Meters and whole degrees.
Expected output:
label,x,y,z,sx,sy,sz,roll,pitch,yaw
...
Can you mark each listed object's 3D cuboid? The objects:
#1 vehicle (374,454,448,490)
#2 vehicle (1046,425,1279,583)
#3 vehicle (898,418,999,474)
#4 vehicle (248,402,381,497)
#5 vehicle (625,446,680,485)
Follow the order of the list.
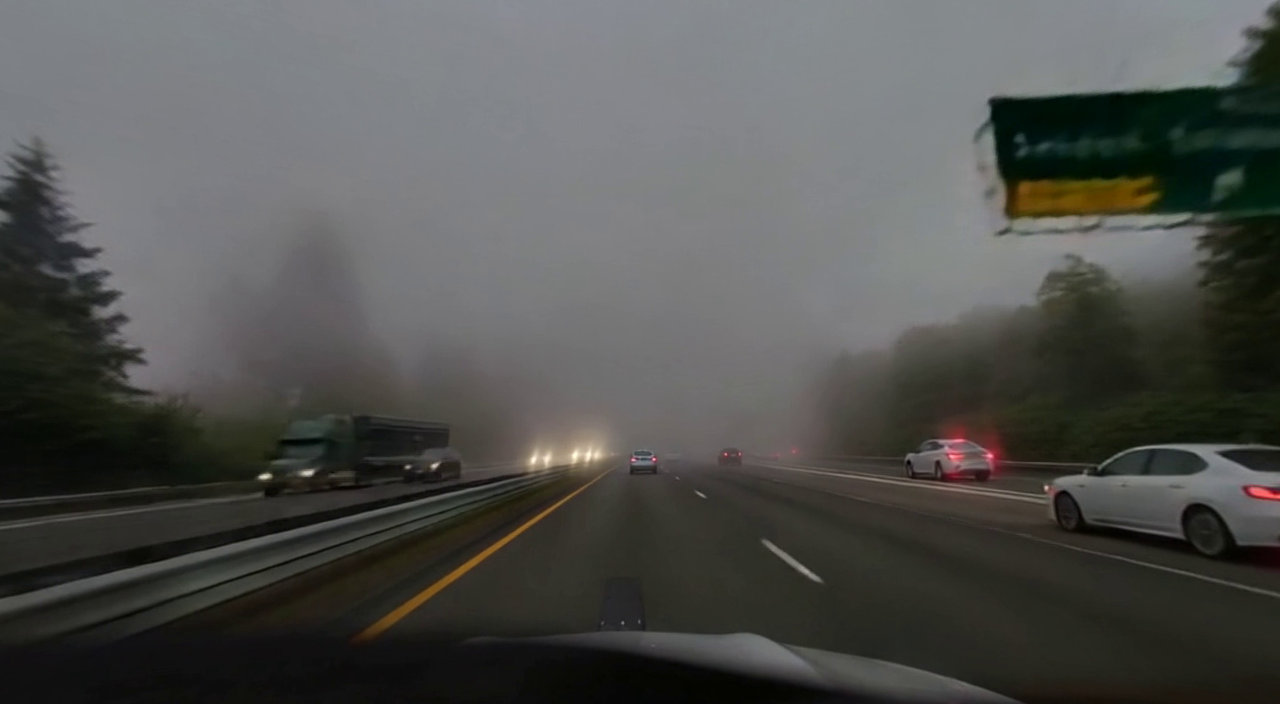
label,x,y,z,sx,sy,sz,roll,pitch,yaw
vehicle,-11.255,5.915,31.295,2.090,1.604,4.087,0,-9,1
vehicle,7.152,1.625,7.110,1.977,1.502,4.670,0,-9,-1
vehicle,14.674,4.555,30.399,2.115,2.446,5.323,0,-9,0
vehicle,-15.096,4.598,29.870,2.978,4.012,5.911,0,-9,0
vehicle,0.518,4.826,27.102,2.177,1.520,4.278,0,-9,0
